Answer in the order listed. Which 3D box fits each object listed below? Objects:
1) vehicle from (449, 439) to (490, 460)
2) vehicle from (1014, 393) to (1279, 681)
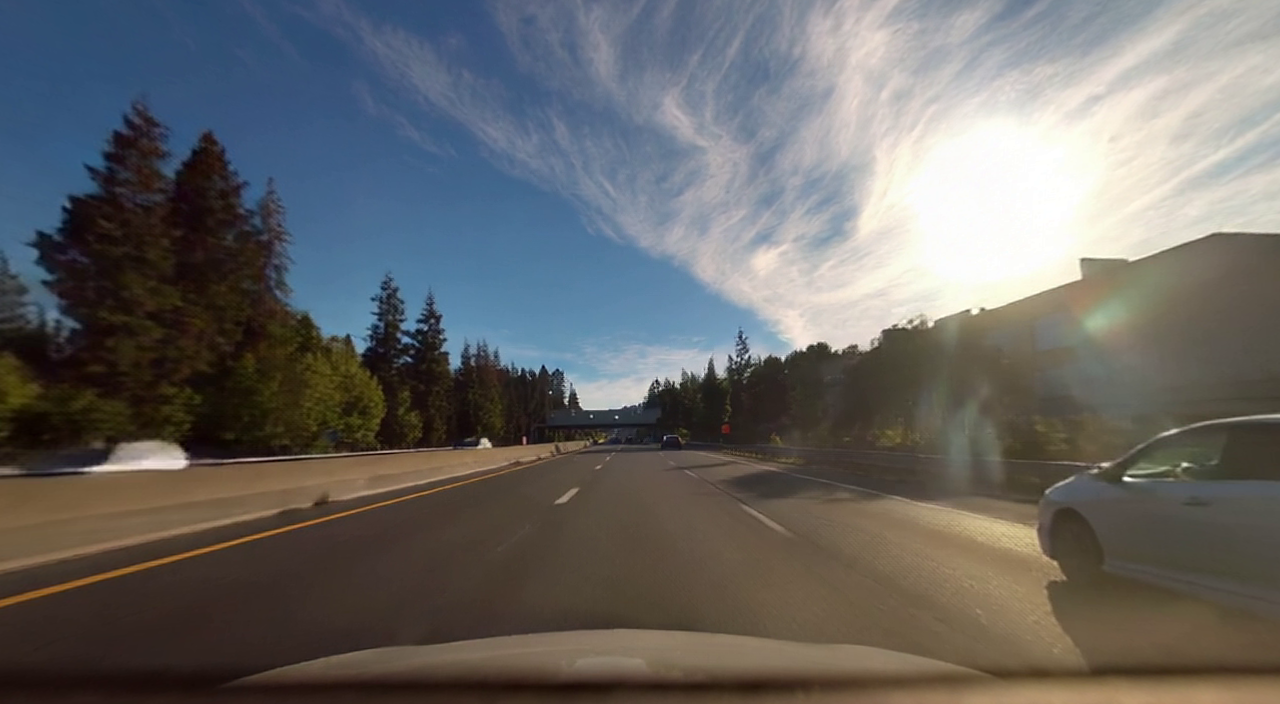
[{"bbox_3d":[-12.641,7.246,46.965,1.902,1.454,4.229,0,-8,1],"label":"vehicle"},{"bbox_3d":[4.613,1.032,3.536,2.095,1.587,4.638,0,-8,-1],"label":"vehicle"}]
